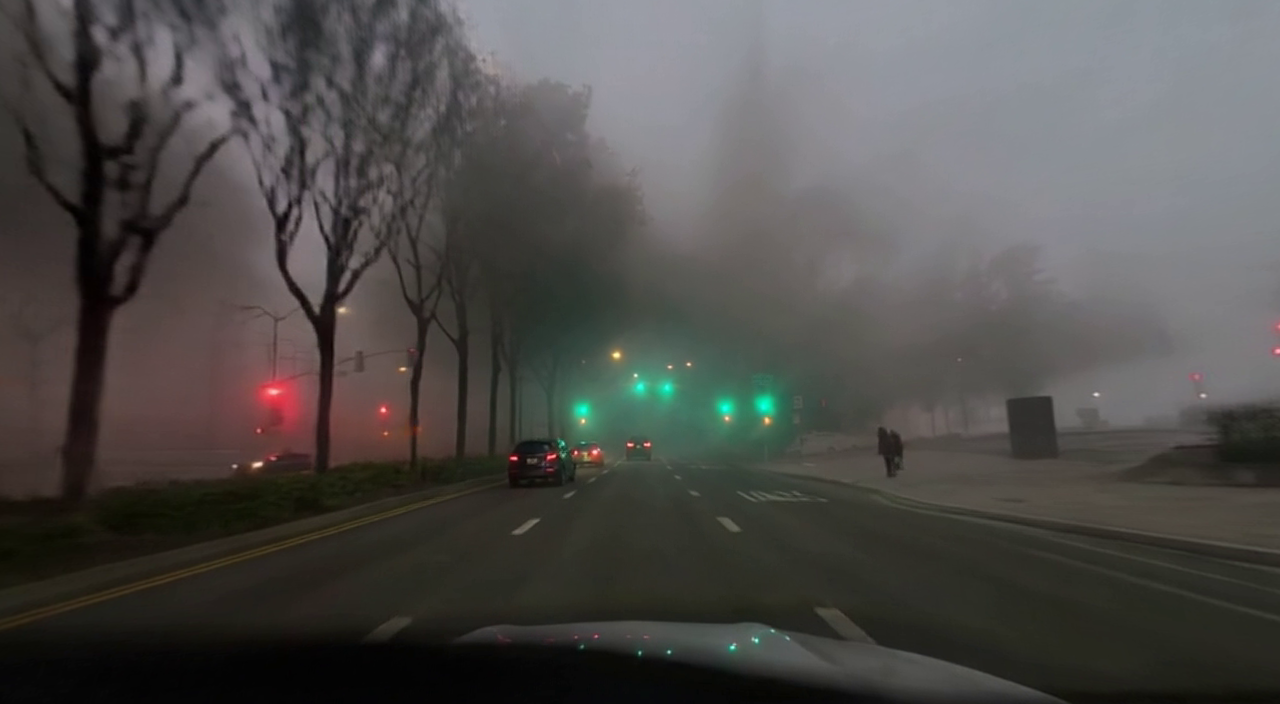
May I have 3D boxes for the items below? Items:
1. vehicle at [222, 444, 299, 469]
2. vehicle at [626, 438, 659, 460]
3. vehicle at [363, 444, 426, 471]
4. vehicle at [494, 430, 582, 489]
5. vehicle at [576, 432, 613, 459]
[{"bbox_3d":[-29.621,8.158,49.415,4.684,1.806,2.073,0,-8,-2],"label":"vehicle"},{"bbox_3d":[0.165,6.528,42.607,2.095,1.438,3.843,0,-8,0],"label":"vehicle"},{"bbox_3d":[-14.660,6.307,38.028,1.918,1.513,4.581,0,-8,0],"label":"vehicle"},{"bbox_3d":[-3.231,3.512,21.011,2.116,1.725,4.315,0,-8,1],"label":"vehicle"},{"bbox_3d":[-3.145,6.626,44.640,2.152,1.802,4.628,-1,-8,1],"label":"vehicle"}]
